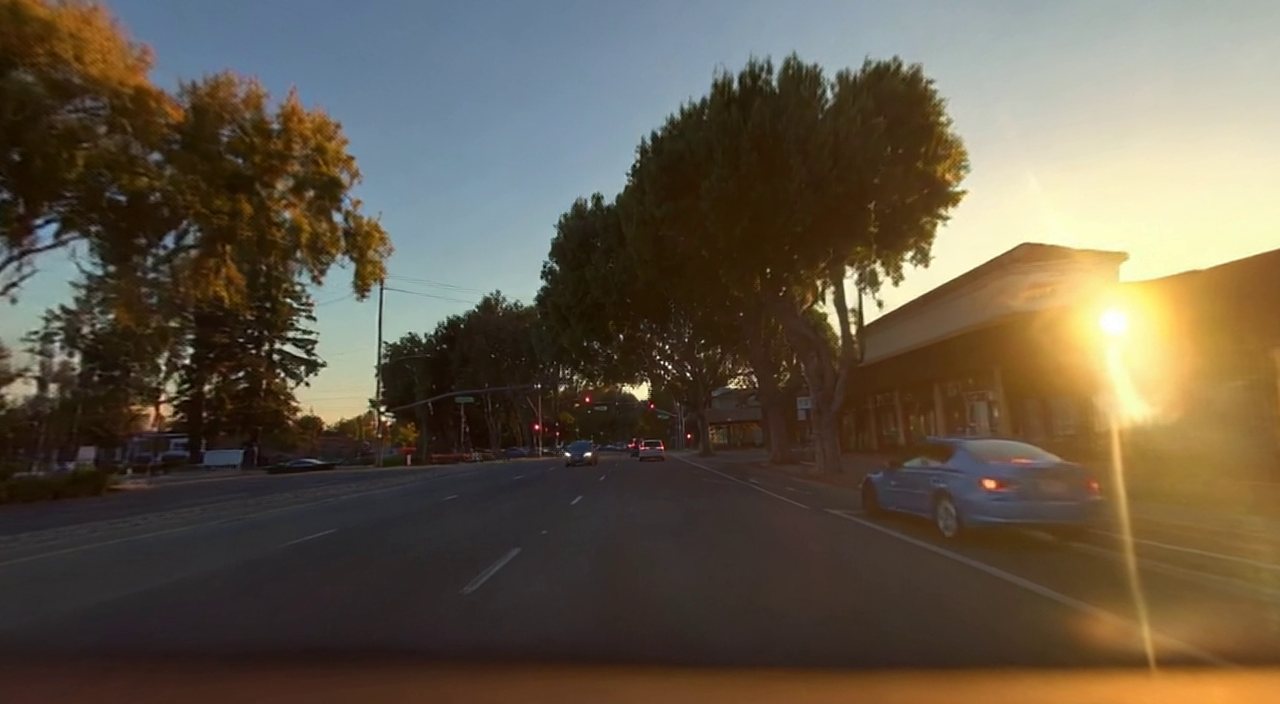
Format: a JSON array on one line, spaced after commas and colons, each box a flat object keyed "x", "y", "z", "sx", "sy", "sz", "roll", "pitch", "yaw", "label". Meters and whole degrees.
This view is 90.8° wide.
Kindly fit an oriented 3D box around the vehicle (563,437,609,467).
[{"x": -2.858, "y": 5.425, "z": 34.382, "sx": 2.032, "sy": 1.467, "sz": 4.411, "roll": 0, "pitch": -8, "yaw": 2, "label": "vehicle"}]

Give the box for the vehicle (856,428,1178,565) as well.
[{"x": 4.814, "y": 1.871, "z": 8.948, "sx": 1.942, "sy": 1.469, "sz": 4.049, "roll": 0, "pitch": -9, "yaw": -2, "label": "vehicle"}]

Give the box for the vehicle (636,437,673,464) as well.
[{"x": 0.832, "y": 5.781, "z": 37.151, "sx": 2.059, "sy": 1.456, "sz": 4.047, "roll": 0, "pitch": -8, "yaw": 1, "label": "vehicle"}]
